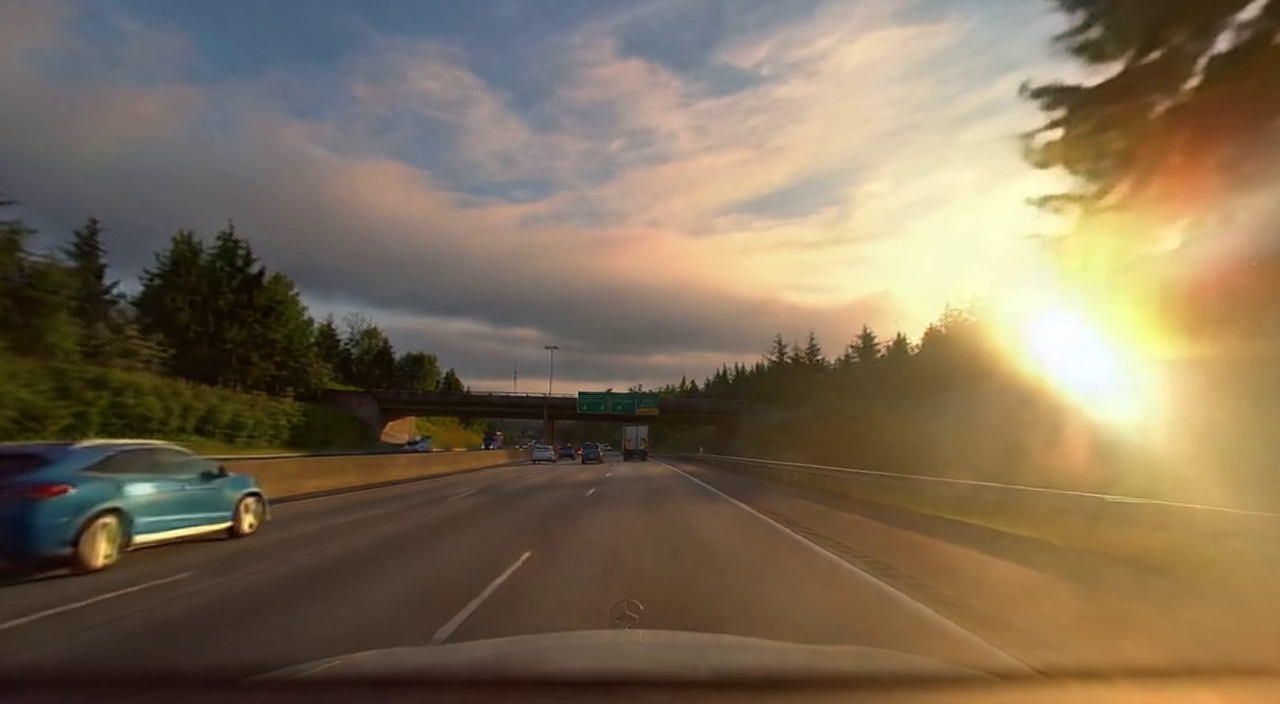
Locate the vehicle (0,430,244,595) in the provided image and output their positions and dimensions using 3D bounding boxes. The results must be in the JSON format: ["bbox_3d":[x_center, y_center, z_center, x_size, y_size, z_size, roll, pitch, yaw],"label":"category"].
[{"bbox_3d":[-6.847,1.640,6.876,2.038,1.489,4.603,0,-9,0],"label":"vehicle"}]

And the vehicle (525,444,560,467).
[{"bbox_3d":[-7.431,7.915,48.484,2.014,1.633,4.090,0,-9,-1],"label":"vehicle"}]
